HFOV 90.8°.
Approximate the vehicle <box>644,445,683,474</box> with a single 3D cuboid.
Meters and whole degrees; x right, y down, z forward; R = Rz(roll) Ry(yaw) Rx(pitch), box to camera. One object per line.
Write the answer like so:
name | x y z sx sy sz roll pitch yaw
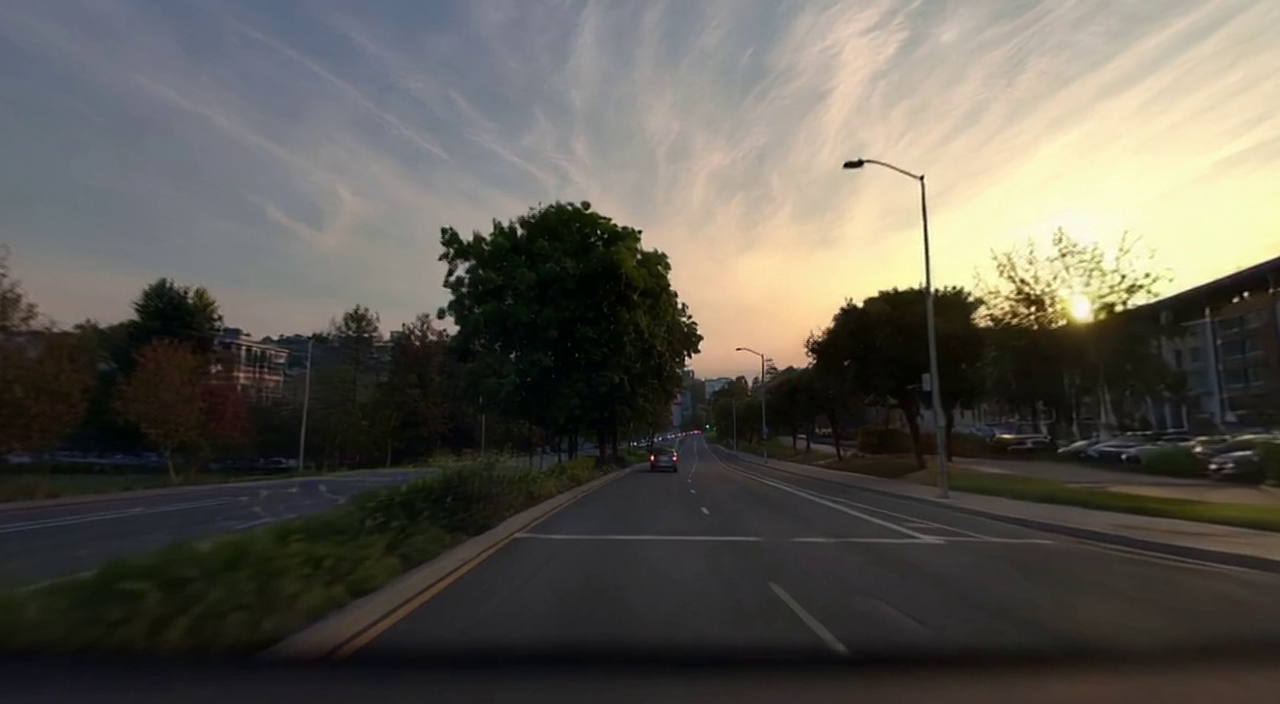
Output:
vehicle | 1.366 6.220 36.864 2.158 1.600 3.865 -1 -8 2
